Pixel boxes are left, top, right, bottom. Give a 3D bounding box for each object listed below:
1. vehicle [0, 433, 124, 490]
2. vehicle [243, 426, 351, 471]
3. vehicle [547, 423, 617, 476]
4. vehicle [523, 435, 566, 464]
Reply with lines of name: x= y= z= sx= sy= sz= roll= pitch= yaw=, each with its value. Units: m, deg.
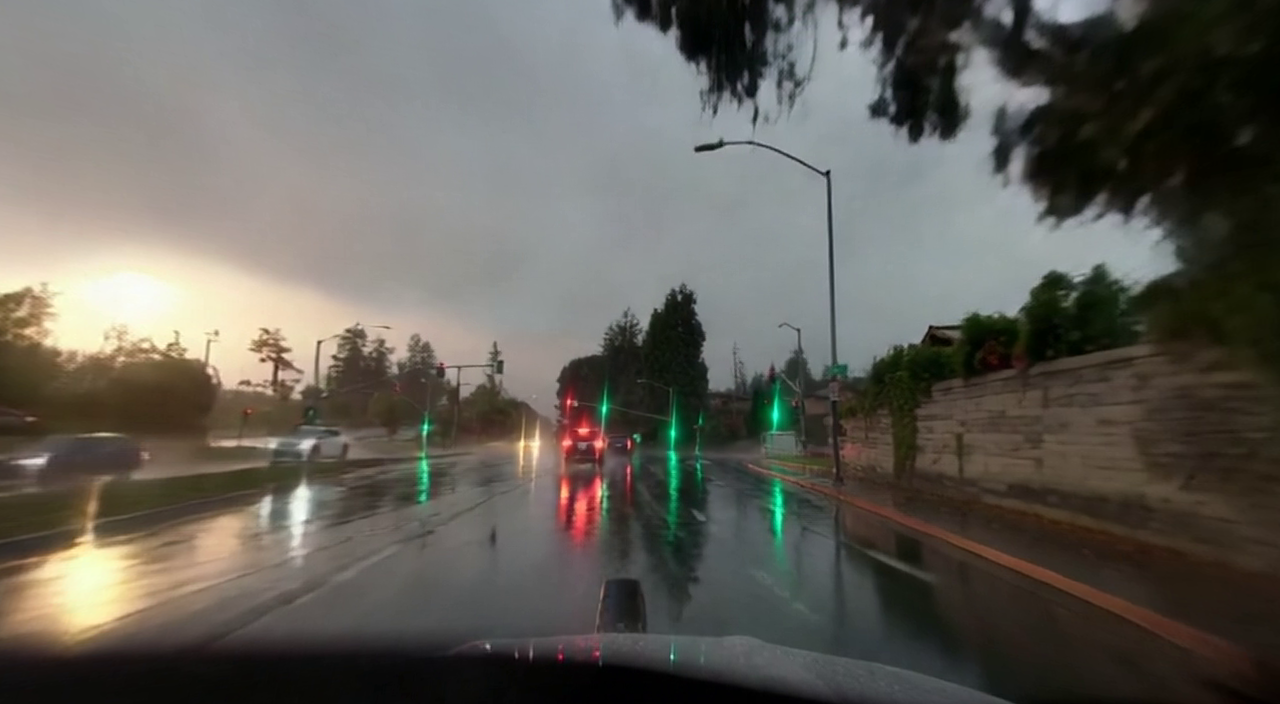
vehicle: x=-19.084 y=3.366 z=19.758 sx=1.924 sy=1.598 sz=4.652 roll=1 pitch=-8 yaw=-4
vehicle: x=-15.031 y=4.254 z=27.884 sx=2.086 sy=1.797 sz=4.749 roll=0 pitch=-8 yaw=0
vehicle: x=-2.088 y=3.708 z=24.113 sx=2.152 sy=1.822 sz=4.391 roll=0 pitch=-8 yaw=2
vehicle: x=-5.166 y=5.305 z=34.303 sx=1.753 sy=1.458 sz=3.742 roll=0 pitch=-8 yaw=0
